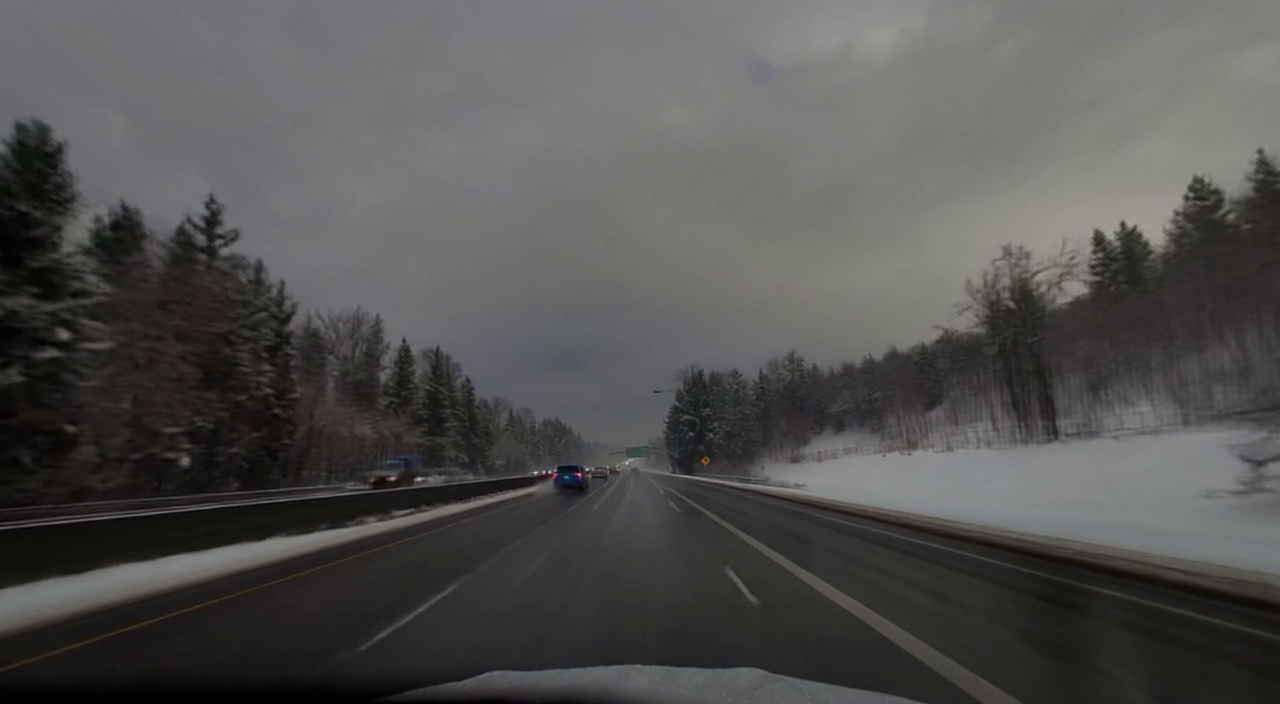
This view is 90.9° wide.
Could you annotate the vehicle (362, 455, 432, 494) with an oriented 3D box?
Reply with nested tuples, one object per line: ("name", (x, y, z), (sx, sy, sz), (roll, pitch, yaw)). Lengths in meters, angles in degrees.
("vehicle", (-17.800, 9.015, 46.641), (2.252, 2.648, 7.327), (1, -10, 0))

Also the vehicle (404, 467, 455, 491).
("vehicle", (-13.532, 8.185, 40.790), (1.812, 1.474, 4.242), (1, -10, 0))

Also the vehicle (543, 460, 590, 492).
("vehicle", (-3.959, 6.780, 34.663), (2.068, 1.592, 4.479), (1, -10, 0))
